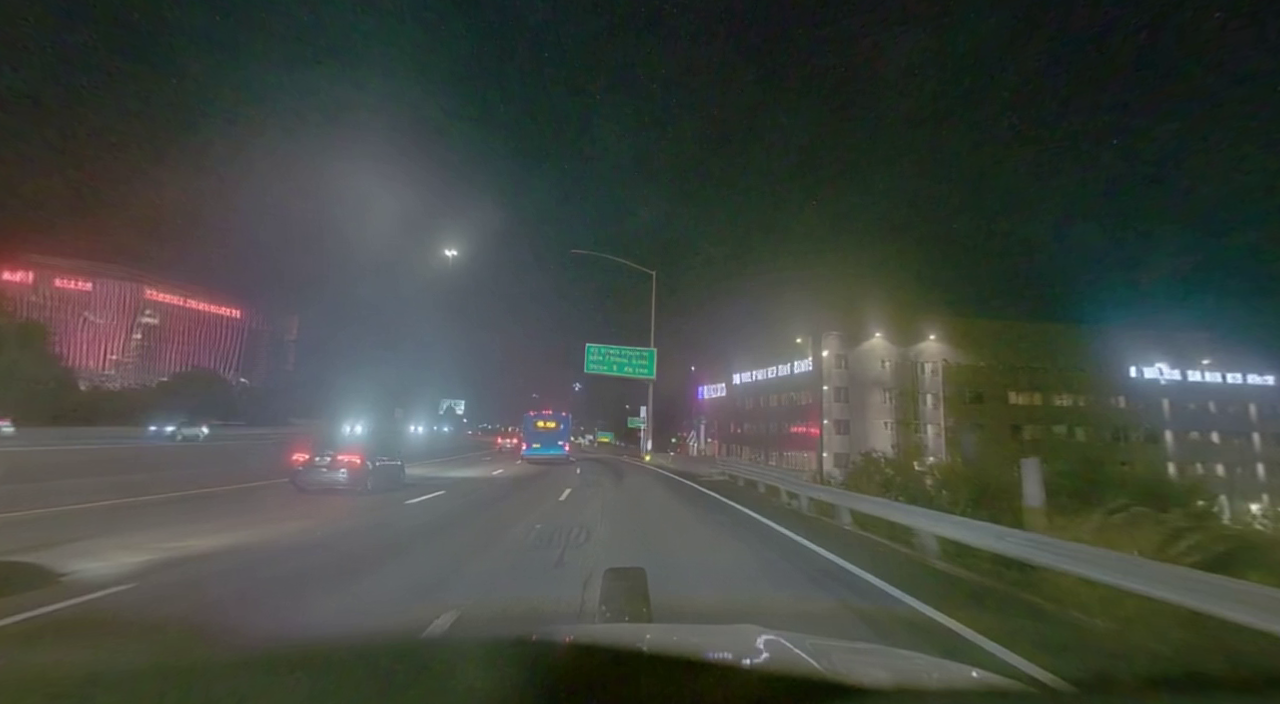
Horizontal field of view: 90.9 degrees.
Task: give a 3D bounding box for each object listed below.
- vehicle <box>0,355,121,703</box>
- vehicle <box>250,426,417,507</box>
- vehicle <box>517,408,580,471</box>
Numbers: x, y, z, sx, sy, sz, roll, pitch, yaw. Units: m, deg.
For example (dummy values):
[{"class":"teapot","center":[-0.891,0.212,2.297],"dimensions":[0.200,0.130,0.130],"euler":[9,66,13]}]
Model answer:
[{"class":"vehicle","center":[-3.887,0.643,1.155],"dimensions":[2.056,1.728,4.413],"euler":[0,-9,0]},{"class":"vehicle","center":[-7.319,2.778,15.665],"dimensions":[1.993,1.690,4.450],"euler":[0,-9,-2]},{"class":"vehicle","center":[-5.092,4.783,34.601],"dimensions":[2.888,2.944,8.373],"euler":[2,-8,-9]}]
